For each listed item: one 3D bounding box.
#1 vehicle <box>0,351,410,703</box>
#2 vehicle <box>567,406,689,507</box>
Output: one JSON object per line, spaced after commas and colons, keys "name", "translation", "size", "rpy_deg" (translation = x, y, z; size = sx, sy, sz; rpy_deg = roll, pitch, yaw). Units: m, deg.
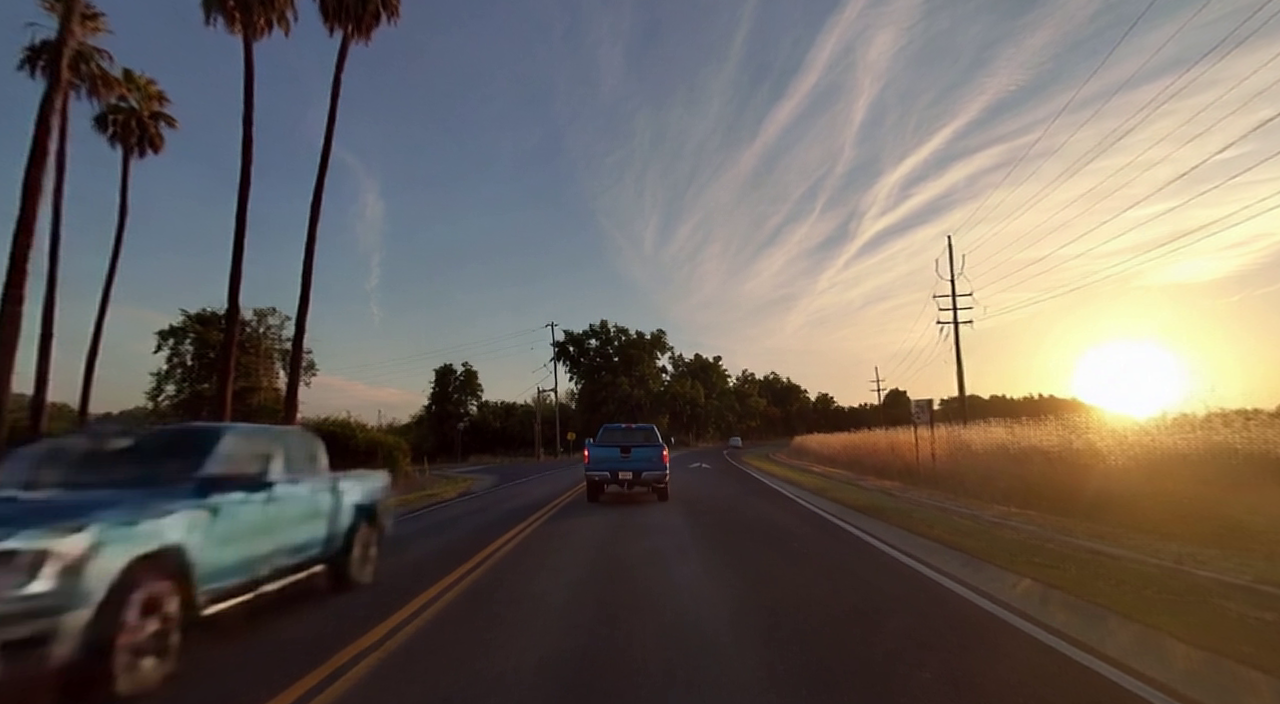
{"name": "vehicle", "translation": [-4.159, 1.332, 5.709], "size": [2.276, 1.965, 5.009], "rpy_deg": [0, -8, 0]}
{"name": "vehicle", "translation": [-0.306, 2.745, 17.015], "size": [2.693, 2.223, 5.885], "rpy_deg": [0, -8, -1]}
